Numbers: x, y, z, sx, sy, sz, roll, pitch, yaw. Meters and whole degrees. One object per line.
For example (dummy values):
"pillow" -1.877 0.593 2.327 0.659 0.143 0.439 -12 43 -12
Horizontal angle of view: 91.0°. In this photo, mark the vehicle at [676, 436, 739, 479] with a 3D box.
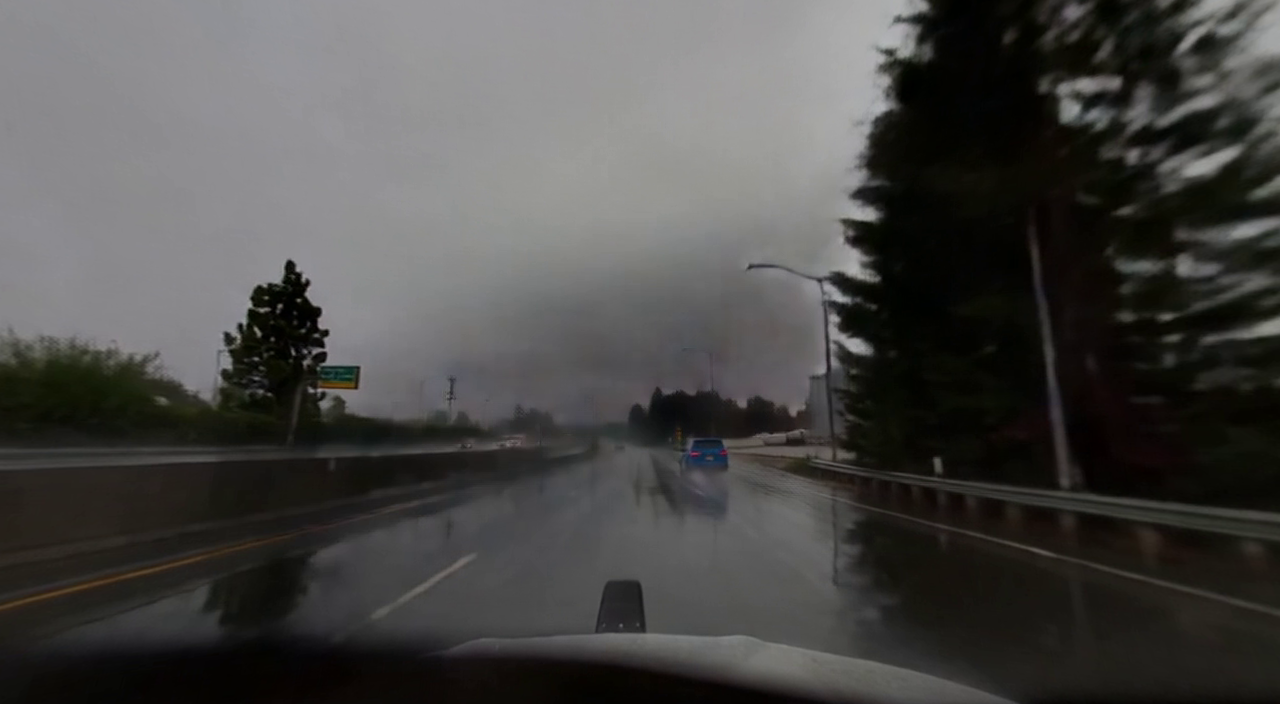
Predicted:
"vehicle" 3.007 4.847 29.269 2.296 1.790 5.067 0 -9 -1
